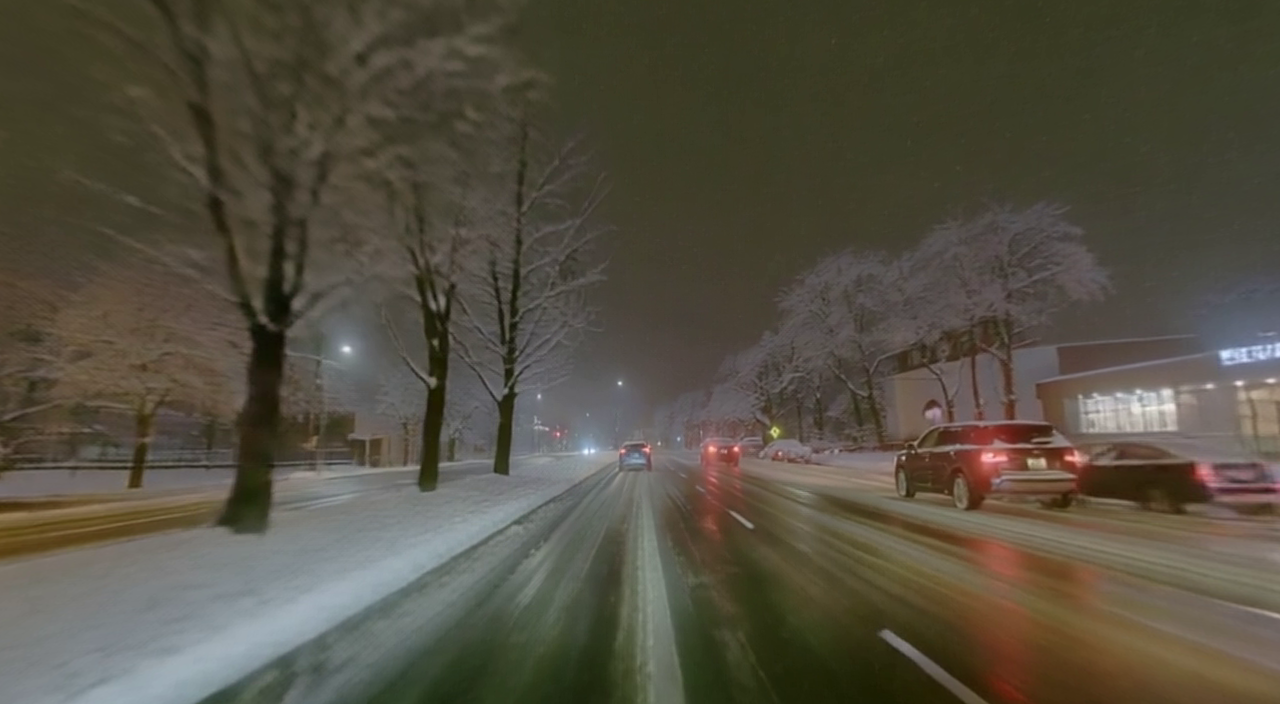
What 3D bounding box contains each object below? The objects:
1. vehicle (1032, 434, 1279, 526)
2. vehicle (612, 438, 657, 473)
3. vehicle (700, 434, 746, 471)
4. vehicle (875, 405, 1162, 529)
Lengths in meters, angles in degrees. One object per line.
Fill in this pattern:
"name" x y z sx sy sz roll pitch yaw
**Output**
"vehicle" 10.454 2.469 12.899 1.811 1.505 4.646 0 -8 -2
"vehicle" -0.249 4.982 30.480 2.037 1.568 3.693 0 -8 0
"vehicle" 4.440 5.417 34.310 1.955 1.845 4.538 0 -8 1
"vehicle" 7.007 2.218 12.795 2.240 1.923 5.678 0 -8 0
